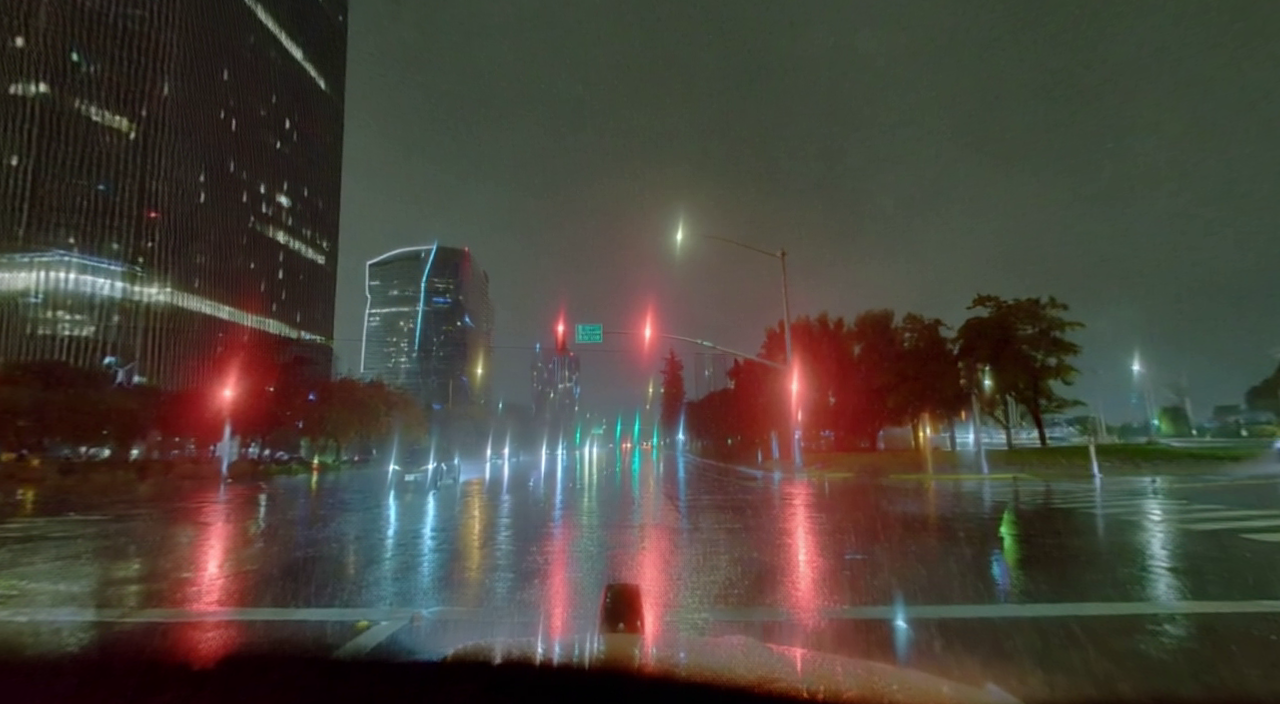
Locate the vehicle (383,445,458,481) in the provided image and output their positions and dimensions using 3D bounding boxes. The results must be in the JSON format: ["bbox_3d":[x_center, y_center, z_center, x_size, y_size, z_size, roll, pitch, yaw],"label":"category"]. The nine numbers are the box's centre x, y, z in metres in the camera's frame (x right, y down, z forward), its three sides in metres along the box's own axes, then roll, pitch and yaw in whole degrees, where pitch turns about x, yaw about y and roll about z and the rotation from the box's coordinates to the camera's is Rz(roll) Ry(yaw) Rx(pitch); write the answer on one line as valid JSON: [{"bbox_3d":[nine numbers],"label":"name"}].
[{"bbox_3d":[-11.672,5.933,33.939,2.069,1.771,4.947,0,-9,3],"label":"vehicle"}]
